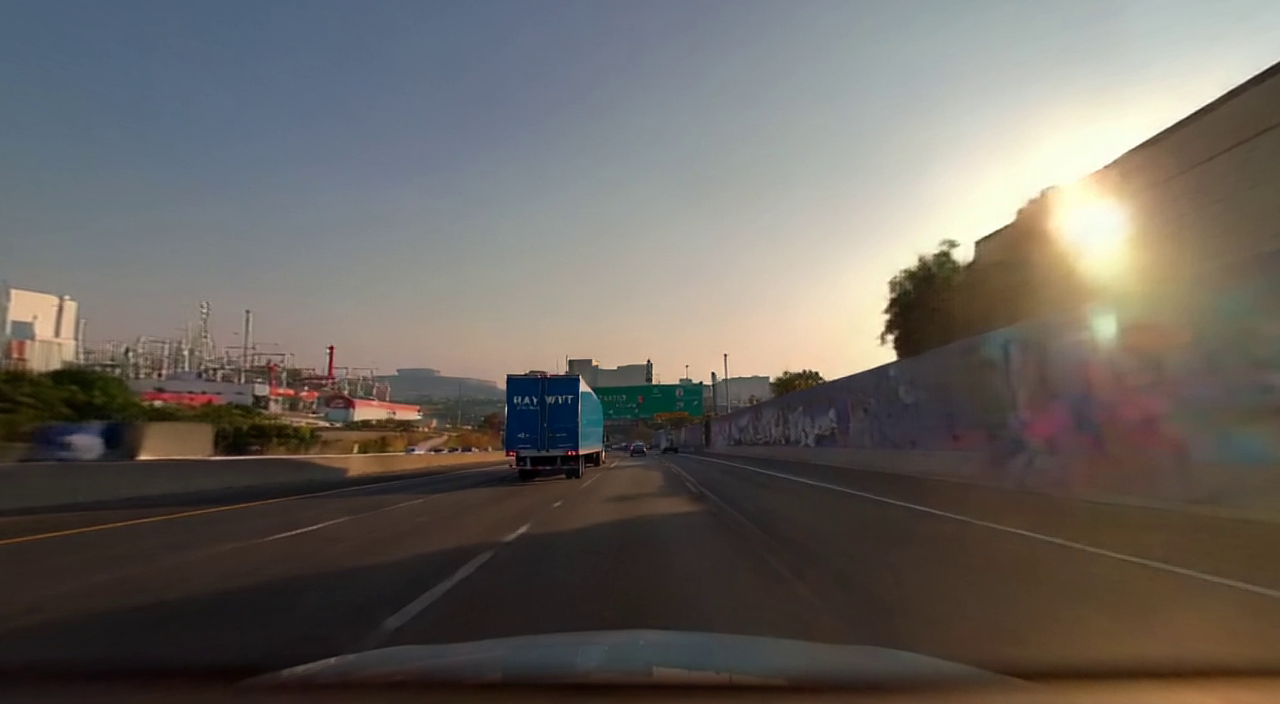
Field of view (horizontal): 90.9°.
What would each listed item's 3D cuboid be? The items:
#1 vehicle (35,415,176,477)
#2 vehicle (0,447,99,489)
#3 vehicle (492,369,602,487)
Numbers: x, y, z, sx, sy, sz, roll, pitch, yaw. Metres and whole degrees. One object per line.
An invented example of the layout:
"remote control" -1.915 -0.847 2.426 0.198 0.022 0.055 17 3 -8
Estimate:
"vehicle" -31.766 5.604 37.878 2.956 3.386 6.009 0 -8 1
"vehicle" -24.235 4.494 24.727 1.875 1.493 4.610 0 -8 1
"vehicle" -3.497 3.169 26.449 2.977 4.048 8.890 1 -7 1
